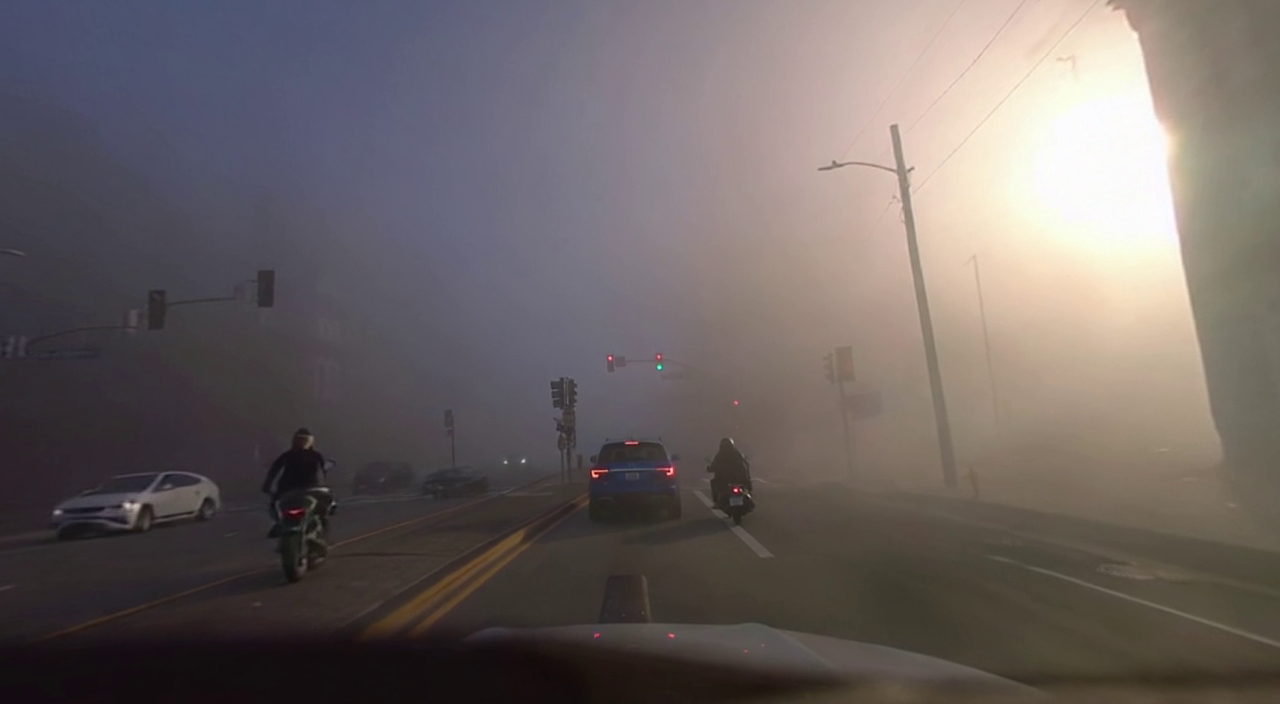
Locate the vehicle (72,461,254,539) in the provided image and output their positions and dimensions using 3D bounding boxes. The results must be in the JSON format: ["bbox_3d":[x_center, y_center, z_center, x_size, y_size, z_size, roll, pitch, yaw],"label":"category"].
[{"bbox_3d":[-13.141,4.029,17.810,1.871,1.786,4.386,0,-9,-4],"label":"vehicle"}]

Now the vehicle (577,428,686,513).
[{"bbox_3d":[-0.164,2.781,15.252,2.265,1.748,4.130,0,-9,1],"label":"vehicle"}]

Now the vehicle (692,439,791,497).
[{"bbox_3d":[2.873,3.387,18.847,2.101,1.507,4.355,0,-9,-2],"label":"vehicle"}]

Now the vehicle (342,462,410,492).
[{"bbox_3d":[-14.896,7.052,35.881,1.963,1.492,4.885,0,-9,-3],"label":"vehicle"}]
